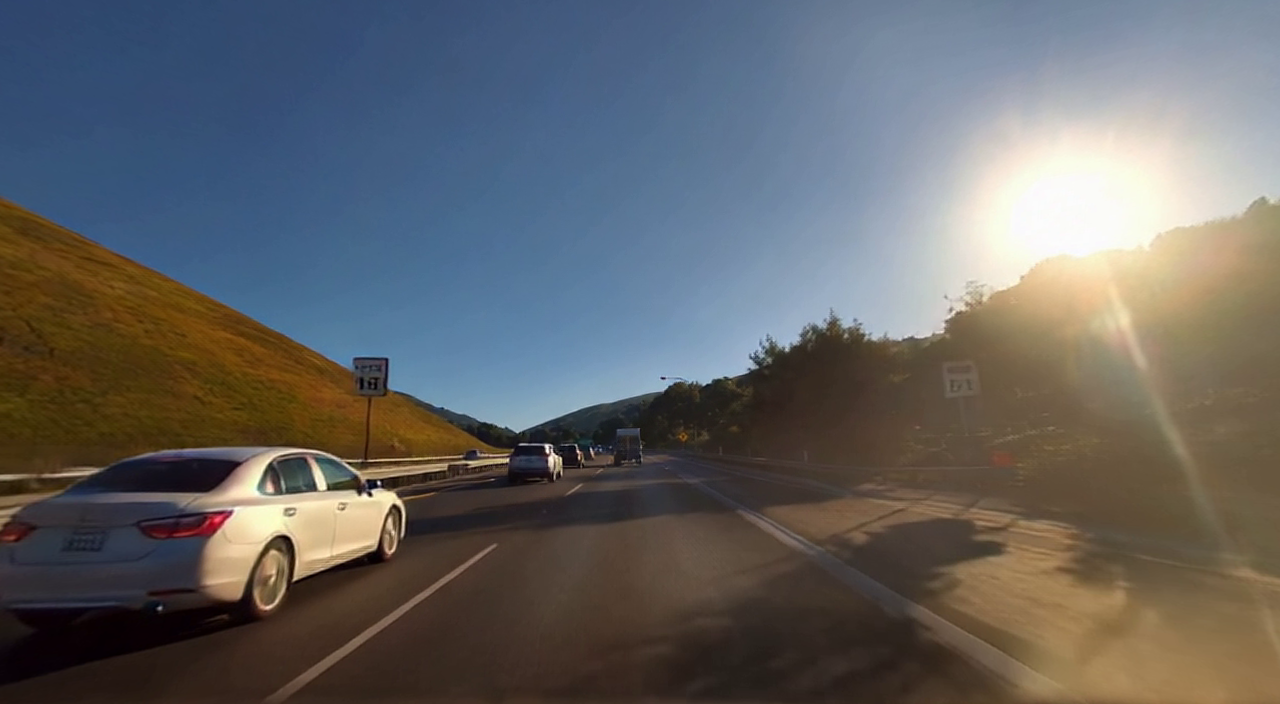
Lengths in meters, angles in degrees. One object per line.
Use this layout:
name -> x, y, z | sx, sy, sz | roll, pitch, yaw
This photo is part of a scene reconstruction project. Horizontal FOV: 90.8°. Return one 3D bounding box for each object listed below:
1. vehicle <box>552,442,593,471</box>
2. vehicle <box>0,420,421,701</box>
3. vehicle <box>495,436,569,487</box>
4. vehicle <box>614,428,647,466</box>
vehicle -> -3.982, 6.250, 37.987 | 2.044, 1.624, 4.032 | 0, -9, 0
vehicle -> -3.714, 1.430, 5.578 | 1.988, 1.440, 4.504 | 0, -9, -1
vehicle -> -3.951, 4.082, 23.795 | 2.073, 1.694, 4.162 | 0, -9, 0
vehicle -> -0.648, 7.061, 46.706 | 2.227, 2.611, 5.900 | 0, -9, 1
